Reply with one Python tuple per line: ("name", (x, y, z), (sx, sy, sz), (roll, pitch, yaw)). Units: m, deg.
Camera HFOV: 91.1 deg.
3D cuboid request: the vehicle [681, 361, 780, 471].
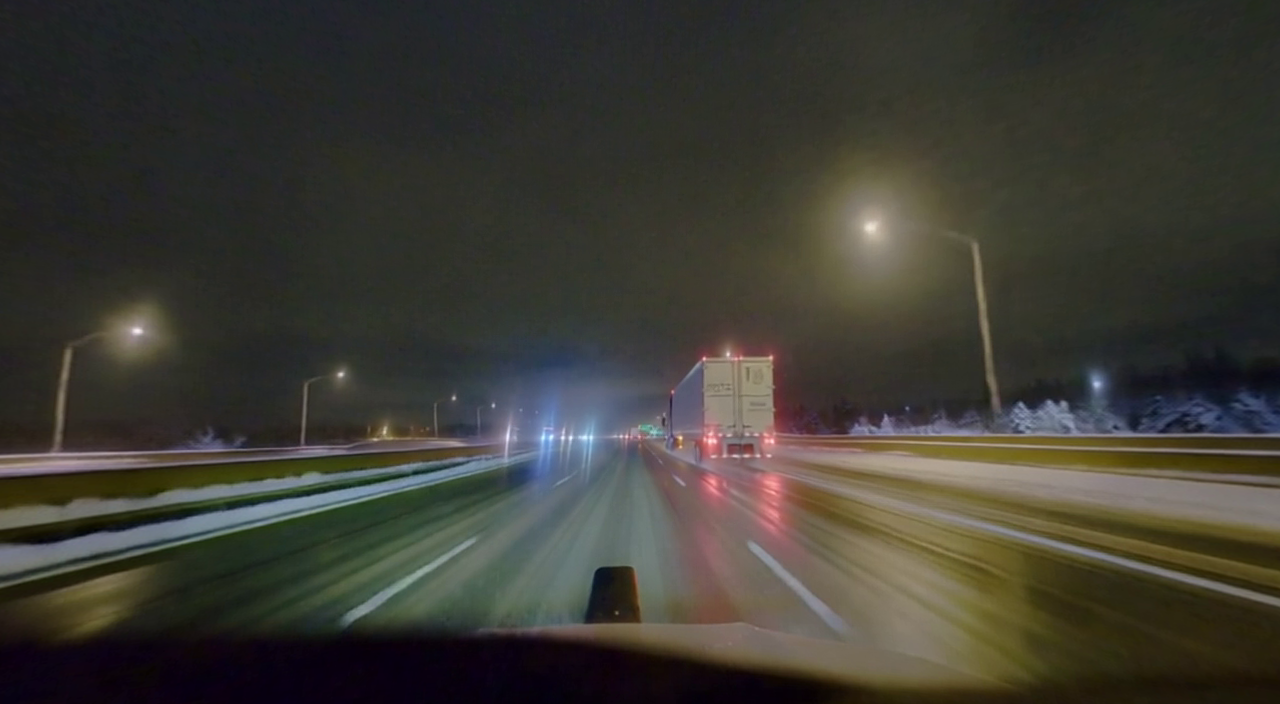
("vehicle", (3.558, 2.867, 27.089), (2.859, 3.981, 8.596), (0, -8, -1))
